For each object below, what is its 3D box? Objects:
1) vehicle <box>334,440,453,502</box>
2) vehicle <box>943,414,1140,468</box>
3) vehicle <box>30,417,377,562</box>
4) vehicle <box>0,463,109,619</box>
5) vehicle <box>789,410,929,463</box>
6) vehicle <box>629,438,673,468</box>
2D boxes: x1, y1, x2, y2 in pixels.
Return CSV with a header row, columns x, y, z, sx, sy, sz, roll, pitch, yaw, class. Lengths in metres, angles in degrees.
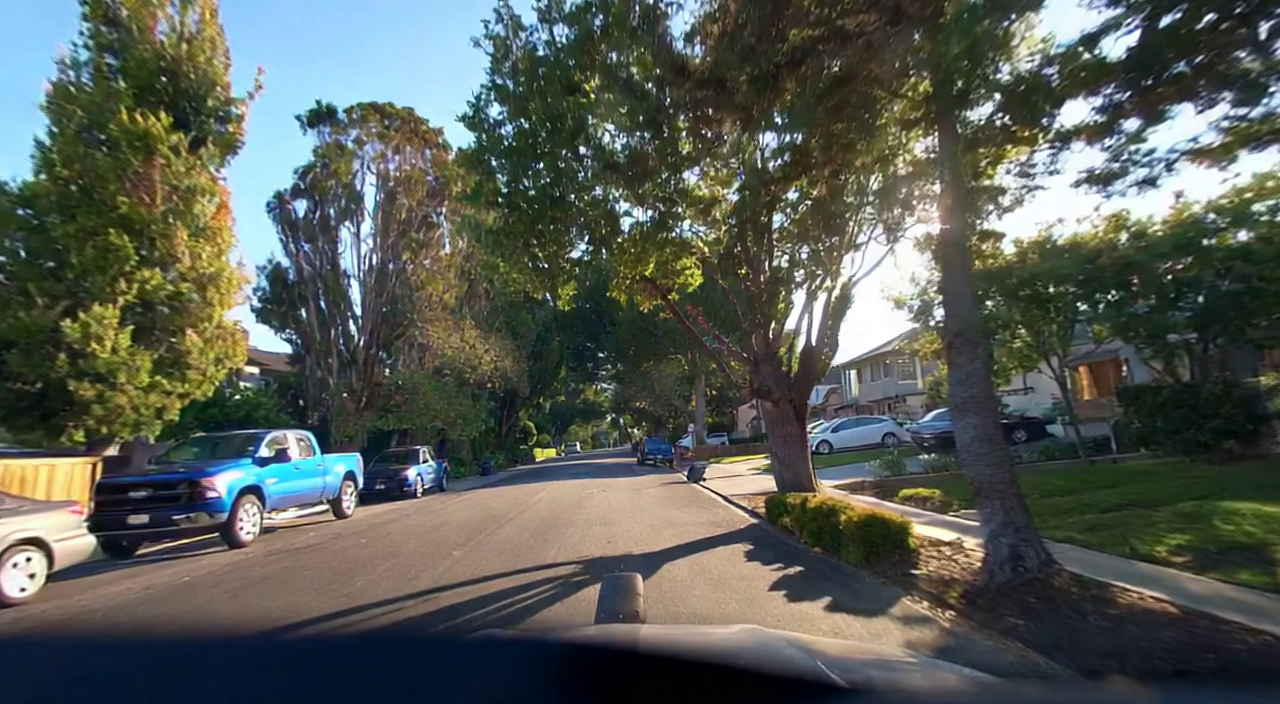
x,y,z,sx,sy,sz,roll,pitch,yaw,class
-7.256,3.513,19.118,1.995,1.608,4.596,0,-8,-3,vehicle
11.449,2.584,18.207,4.390,1.457,1.861,0,-8,0,vehicle
-7.062,2.269,11.311,2.329,1.947,5.455,0,-8,0,vehicle
-6.955,1.638,4.851,1.919,1.422,4.400,0,-8,-1,vehicle
9.321,3.638,27.066,5.097,1.824,2.113,-4,-8,-3,vehicle
0.506,5.436,34.029,2.006,1.494,4.211,1,-8,-4,vehicle
